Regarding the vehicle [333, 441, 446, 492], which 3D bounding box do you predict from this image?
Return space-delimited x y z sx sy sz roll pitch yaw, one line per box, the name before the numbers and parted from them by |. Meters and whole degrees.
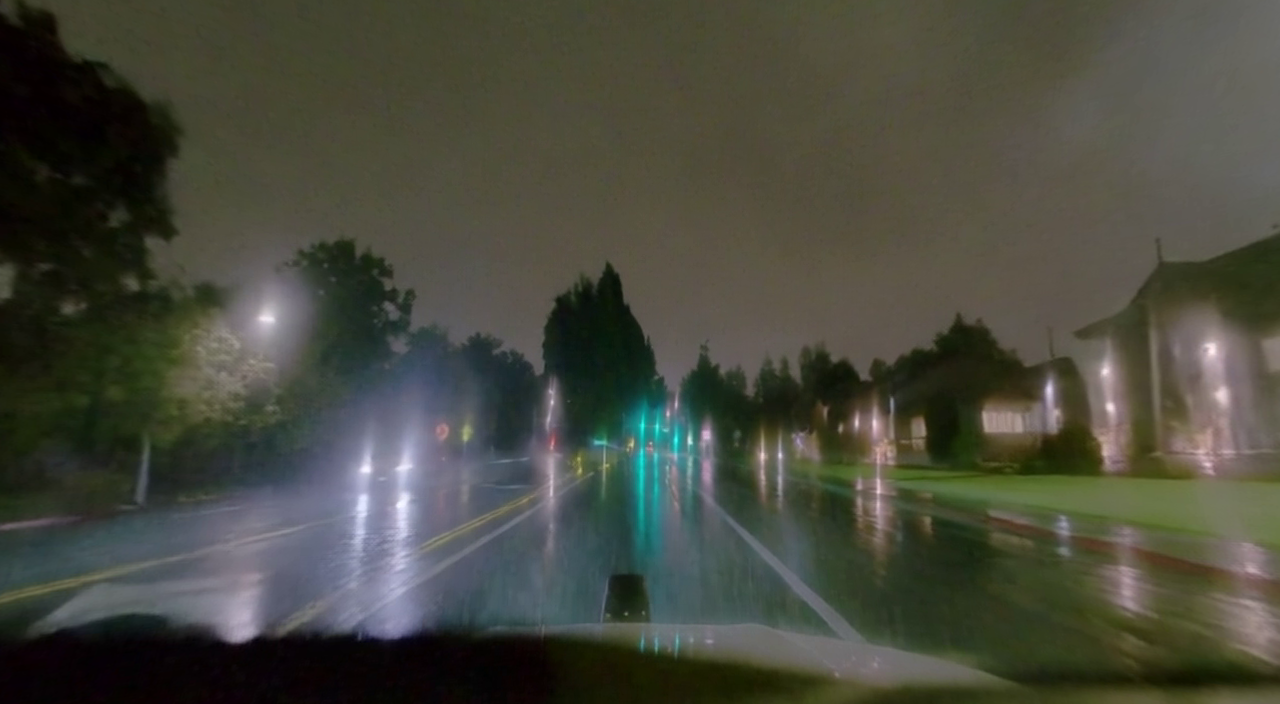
vehicle | -8.415 3.856 21.663 2.044 1.548 4.284 0 -8 1
